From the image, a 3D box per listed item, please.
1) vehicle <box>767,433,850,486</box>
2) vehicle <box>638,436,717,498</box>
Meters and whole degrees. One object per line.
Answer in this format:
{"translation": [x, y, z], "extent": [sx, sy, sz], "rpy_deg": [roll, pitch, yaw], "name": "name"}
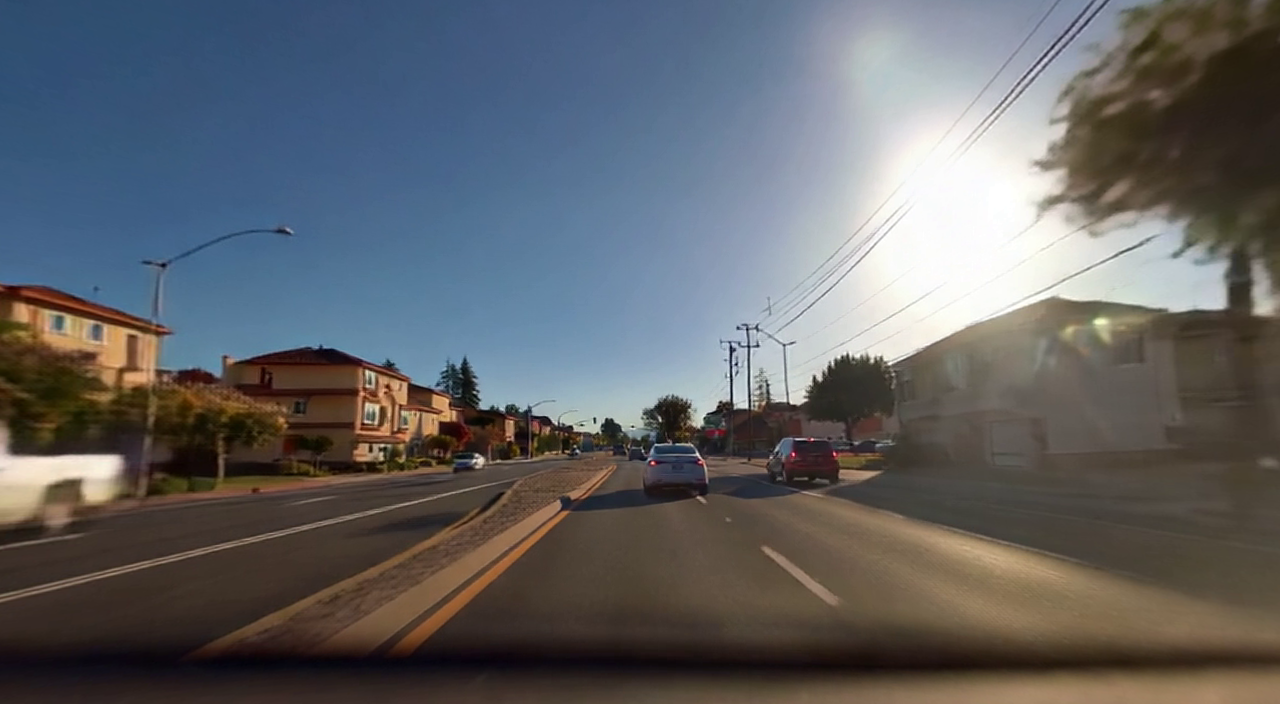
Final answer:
{"translation": [6.483, 4.211, 24.817], "extent": [2.061, 1.889, 4.268], "rpy_deg": [0, -9, 0], "name": "vehicle"}
{"translation": [1.034, 3.541, 19.728], "extent": [2.138, 1.702, 4.168], "rpy_deg": [0, -9, -1], "name": "vehicle"}
